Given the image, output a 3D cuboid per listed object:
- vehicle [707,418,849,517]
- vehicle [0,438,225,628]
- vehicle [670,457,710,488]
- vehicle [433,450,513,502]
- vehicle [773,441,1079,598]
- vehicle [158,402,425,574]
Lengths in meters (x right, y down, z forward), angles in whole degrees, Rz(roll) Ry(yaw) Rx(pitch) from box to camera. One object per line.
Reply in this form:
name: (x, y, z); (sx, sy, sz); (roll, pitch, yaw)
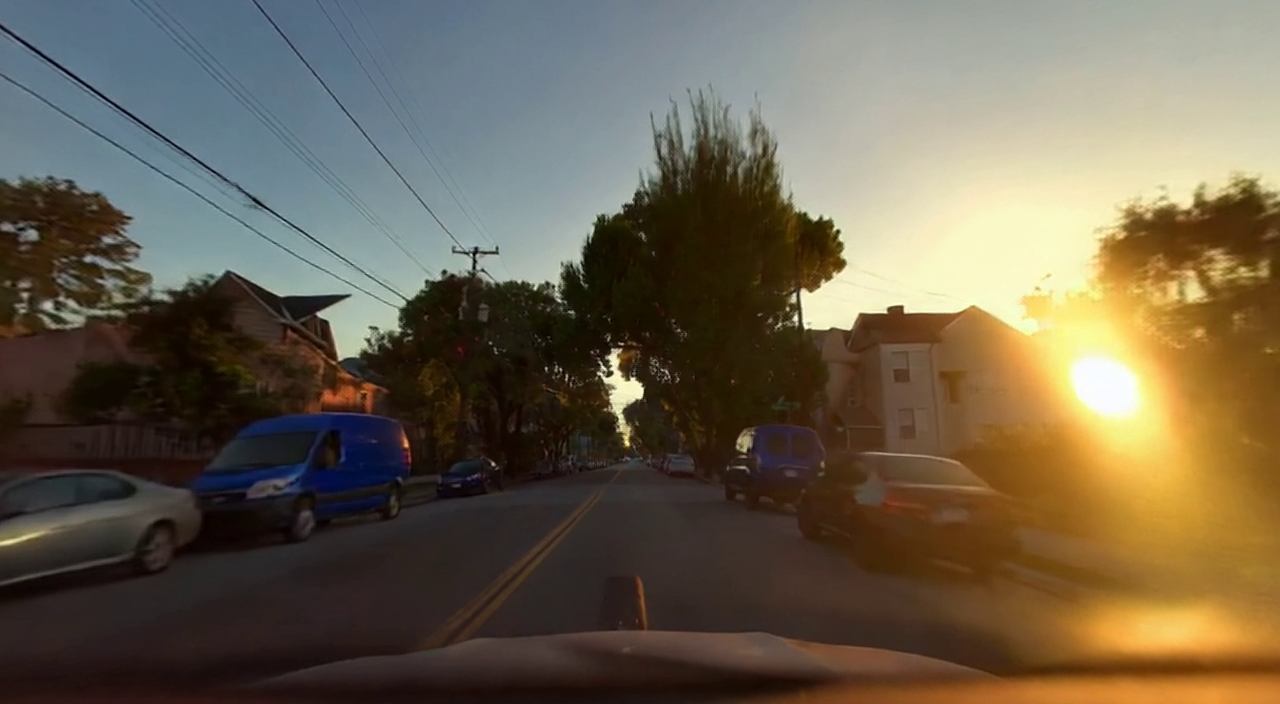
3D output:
vehicle: (3.008, 2.672, 15.042); (2.145, 1.935, 5.054); (0, -9, -1)
vehicle: (-6.835, 1.839, 6.508); (2.027, 1.563, 4.594); (-3, -5, 0)
vehicle: (2.932, 7.195, 37.960); (2.010, 1.661, 4.615); (0, -9, -1)
vehicle: (-6.822, 5.067, 26.274); (2.057, 1.632, 4.730); (0, -5, 0)
vehicle: (3.157, 1.900, 8.151); (1.796, 1.449, 4.373); (0, -8, -2)
vehicle: (-6.877, 2.512, 13.542); (2.508, 2.712, 5.809); (-2, -4, 0)
